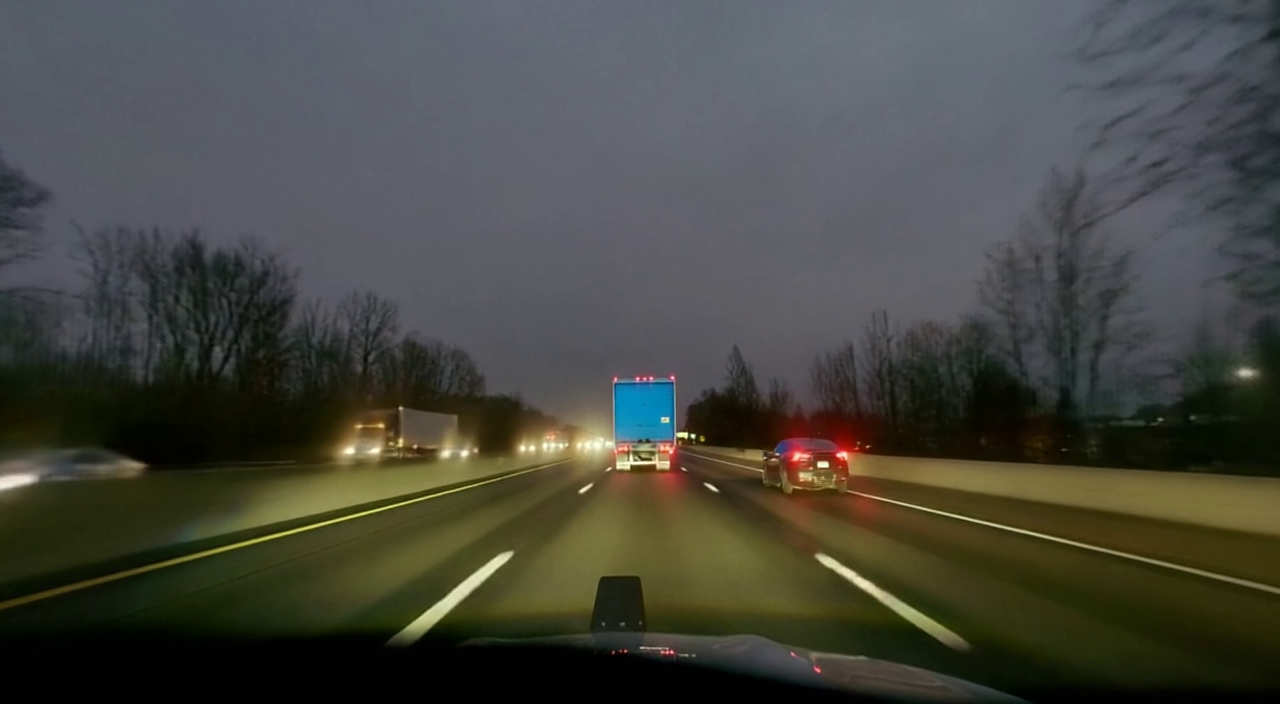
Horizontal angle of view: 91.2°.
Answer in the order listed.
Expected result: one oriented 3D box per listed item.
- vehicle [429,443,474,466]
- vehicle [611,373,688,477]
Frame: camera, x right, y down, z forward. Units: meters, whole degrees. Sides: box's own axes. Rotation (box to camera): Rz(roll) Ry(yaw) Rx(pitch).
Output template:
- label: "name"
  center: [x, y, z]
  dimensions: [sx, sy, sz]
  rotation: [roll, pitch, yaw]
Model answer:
- label: "vehicle"
  center: [-12.557, 6.858, 42.021]
  dimensions: [1.811, 1.445, 3.854]
  rotation: [0, -8, -1]
- label: "vehicle"
  center: [0.388, 3.607, 29.840]
  dimensions: [3.010, 4.039, 10.481]
  rotation: [0, -8, 0]
